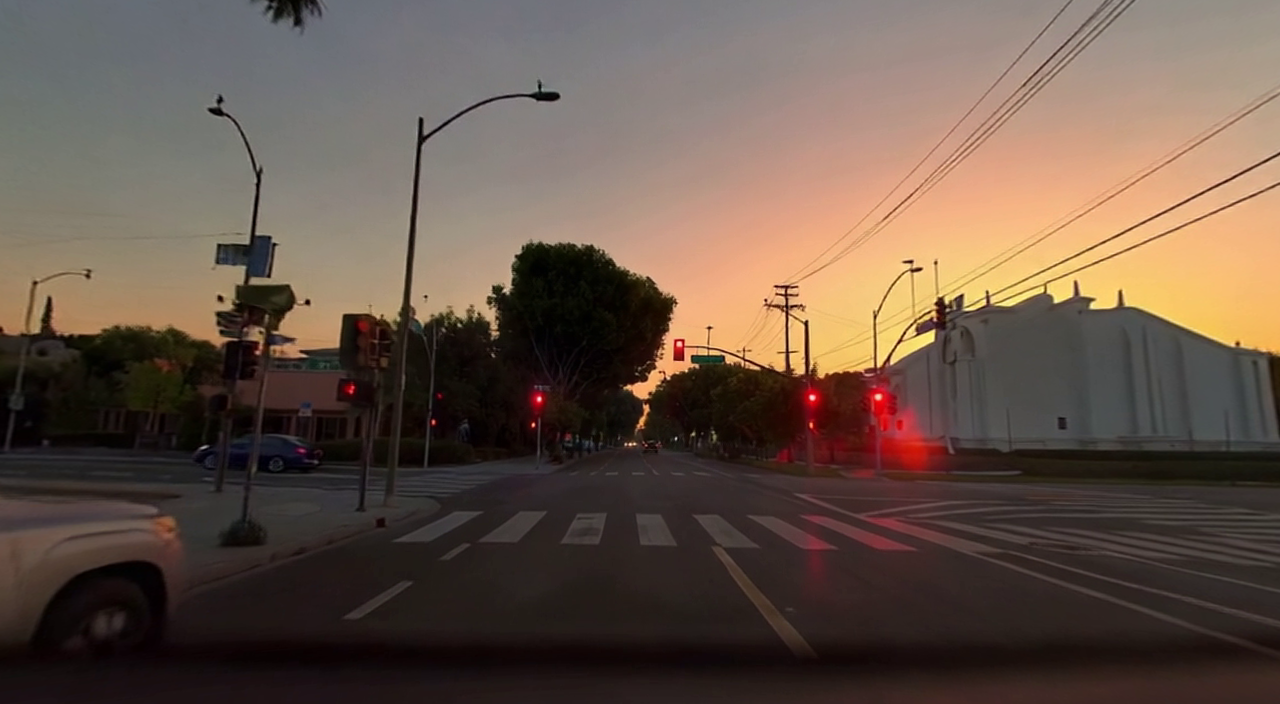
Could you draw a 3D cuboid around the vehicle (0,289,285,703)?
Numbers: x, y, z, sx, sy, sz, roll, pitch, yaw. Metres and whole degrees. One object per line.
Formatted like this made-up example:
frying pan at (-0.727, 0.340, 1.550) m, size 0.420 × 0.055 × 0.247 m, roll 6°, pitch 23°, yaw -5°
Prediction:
vehicle at (-3.285, 0.495, 0.421) m, size 2.271 × 1.885 × 6.346 m, roll 0°, pitch -9°, yaw 2°
